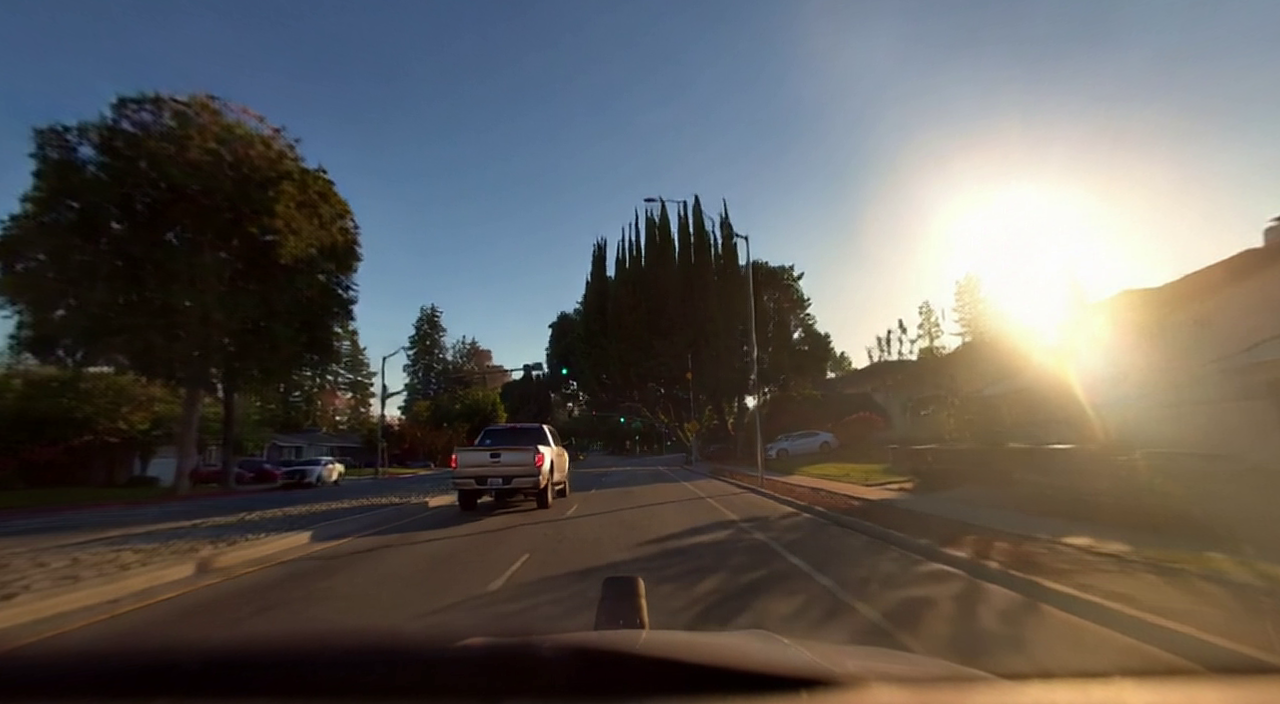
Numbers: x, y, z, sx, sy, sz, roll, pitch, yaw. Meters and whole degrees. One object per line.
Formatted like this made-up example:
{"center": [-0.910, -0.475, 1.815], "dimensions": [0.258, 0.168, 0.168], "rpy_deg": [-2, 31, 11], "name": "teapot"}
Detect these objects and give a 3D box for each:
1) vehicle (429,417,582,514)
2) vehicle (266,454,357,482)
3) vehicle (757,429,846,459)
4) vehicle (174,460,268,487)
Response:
{"center": [-3.077, 2.818, 16.175], "dimensions": [2.508, 2.001, 5.880], "rpy_deg": [0, -9, 1], "name": "vehicle"}
{"center": [-21.143, 7.473, 40.771], "dimensions": [4.669, 1.745, 2.156], "rpy_deg": [-1, -9, 2], "name": "vehicle"}
{"center": [10.165, 5.805, 39.950], "dimensions": [4.882, 1.839, 2.243], "rpy_deg": [1, -9, -6], "name": "vehicle"}
{"center": [-26.779, 7.776, 40.506], "dimensions": [4.497, 1.634, 1.991], "rpy_deg": [0, -9, -3], "name": "vehicle"}
